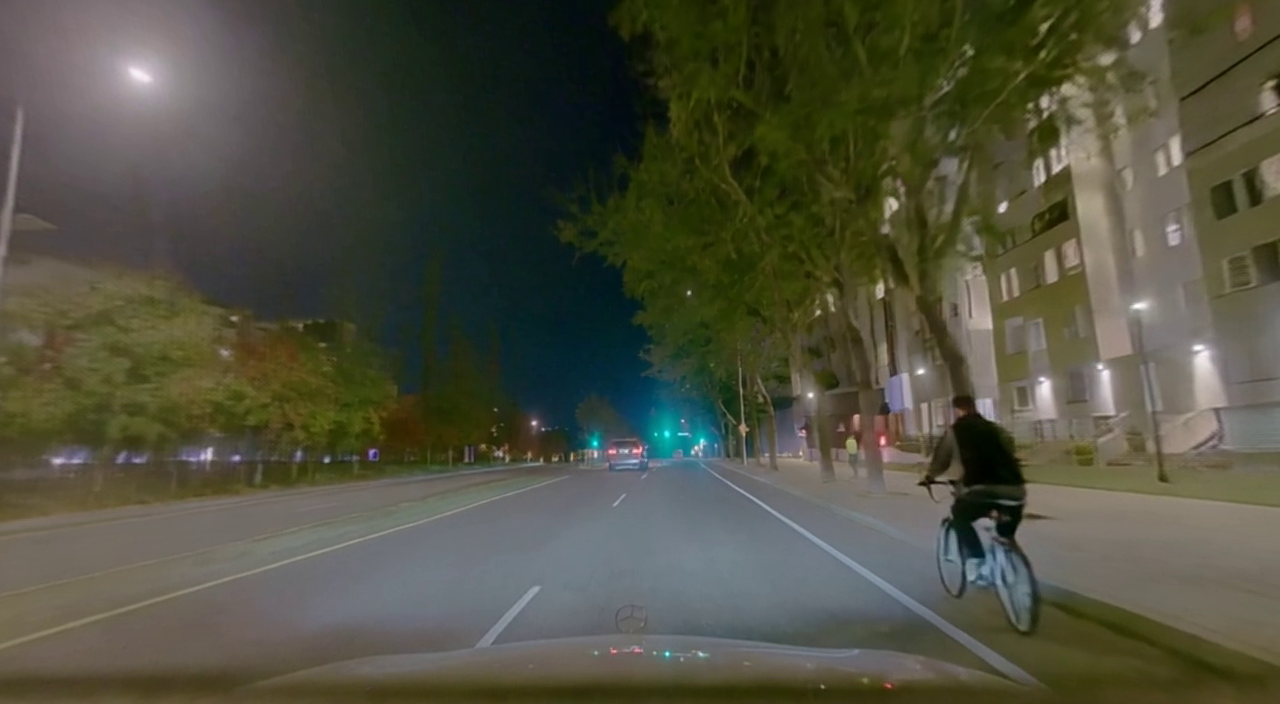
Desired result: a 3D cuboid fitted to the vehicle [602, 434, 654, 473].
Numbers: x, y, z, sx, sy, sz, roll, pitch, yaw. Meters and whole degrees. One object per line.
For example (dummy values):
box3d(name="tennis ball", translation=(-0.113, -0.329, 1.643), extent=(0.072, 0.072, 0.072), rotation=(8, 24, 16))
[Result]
box3d(name="vehicle", translation=(-0.550, 5.308, 33.103), extent=(2.294, 1.859, 5.127), rotation=(-1, -8, 3))
